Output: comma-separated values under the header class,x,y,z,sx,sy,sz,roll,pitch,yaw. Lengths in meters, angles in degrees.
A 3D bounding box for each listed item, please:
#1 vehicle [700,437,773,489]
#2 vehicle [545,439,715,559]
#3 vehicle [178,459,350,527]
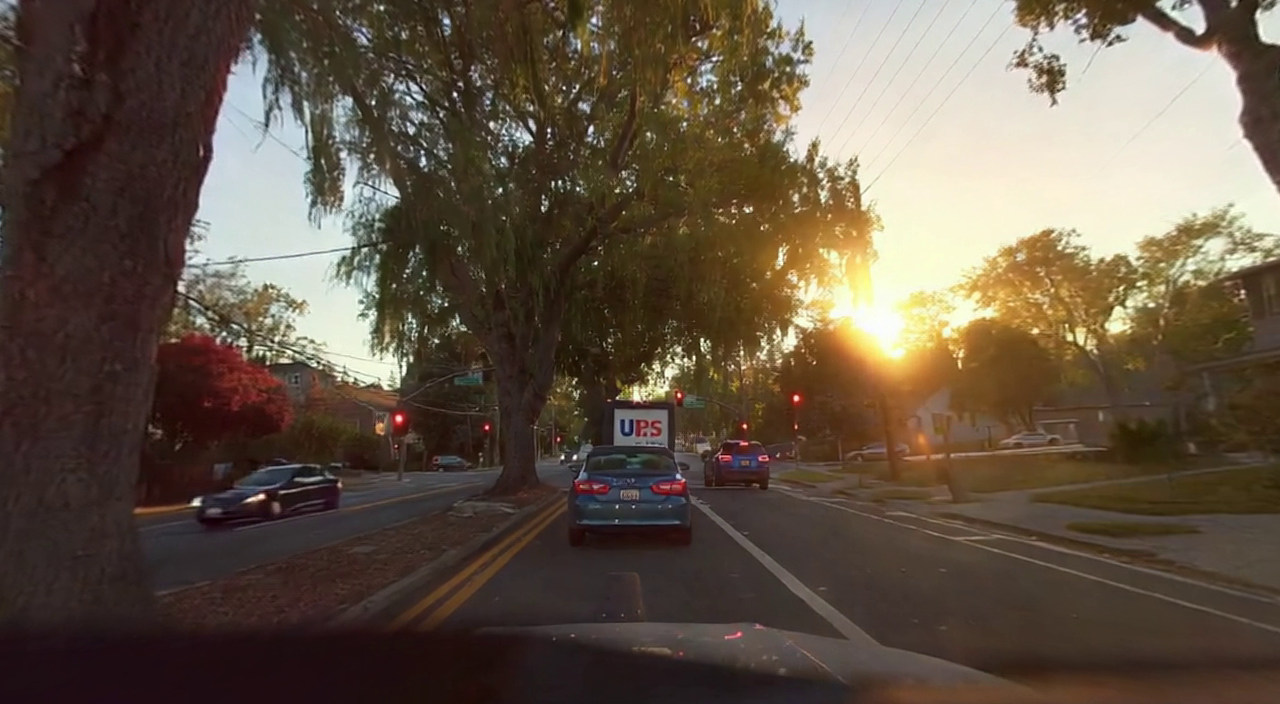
class,x,y,z,sx,sy,sz,roll,pitch,yaw
vehicle,3.690,4.331,25.054,2.145,1.847,4.524,0,-8,-1
vehicle,-0.159,2.164,10.100,2.135,1.483,4.207,0,-8,-1
vehicle,-9.770,3.654,16.924,1.950,1.467,4.270,0,-8,0
